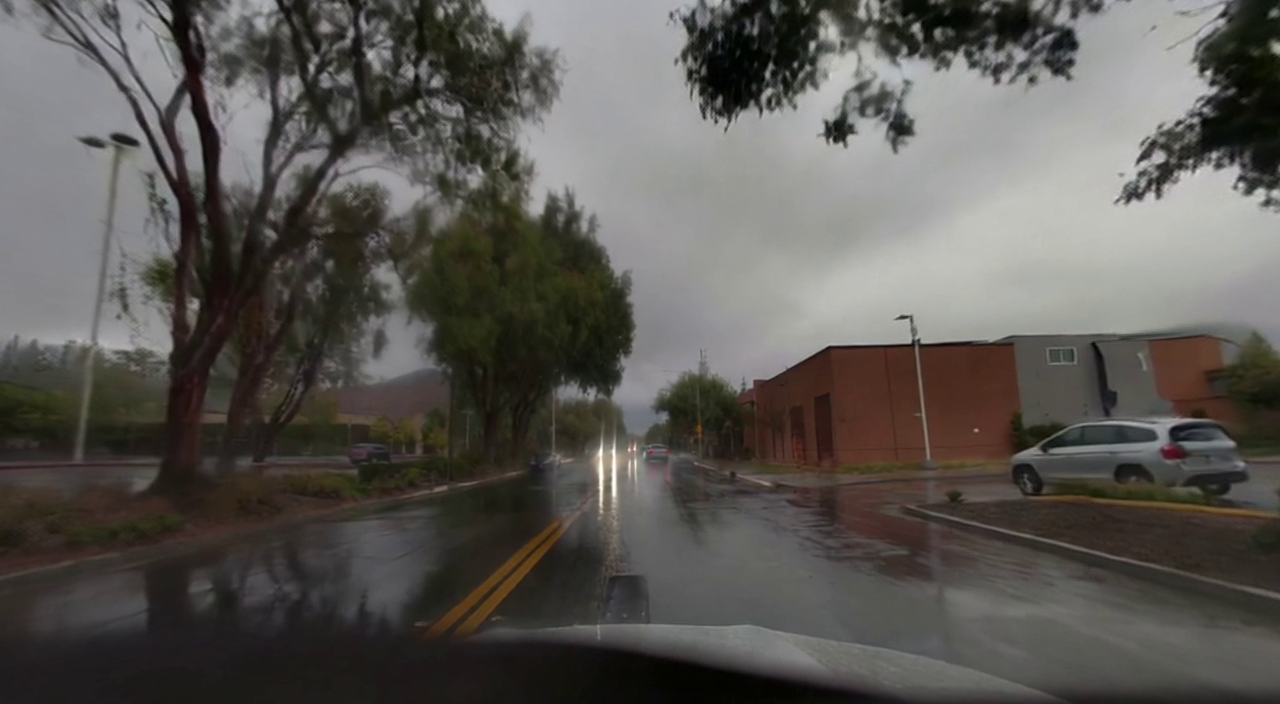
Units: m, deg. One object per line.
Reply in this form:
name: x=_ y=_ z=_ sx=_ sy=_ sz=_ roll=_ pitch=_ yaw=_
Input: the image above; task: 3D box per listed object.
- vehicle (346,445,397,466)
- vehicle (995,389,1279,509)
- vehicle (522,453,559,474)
vehicle: x=-21.219 y=8.223 z=49.993 sx=1.906 sy=1.596 sz=4.599 roll=0 pitch=-9 yaw=1
vehicle: x=9.258 y=1.939 z=12.142 sx=2.018 sy=1.840 sz=4.662 roll=0 pitch=-11 yaw=0
vehicle: x=-7.111 y=8.004 z=45.423 sx=1.930 sy=1.463 sz=4.195 roll=0 pitch=-9 yaw=0
